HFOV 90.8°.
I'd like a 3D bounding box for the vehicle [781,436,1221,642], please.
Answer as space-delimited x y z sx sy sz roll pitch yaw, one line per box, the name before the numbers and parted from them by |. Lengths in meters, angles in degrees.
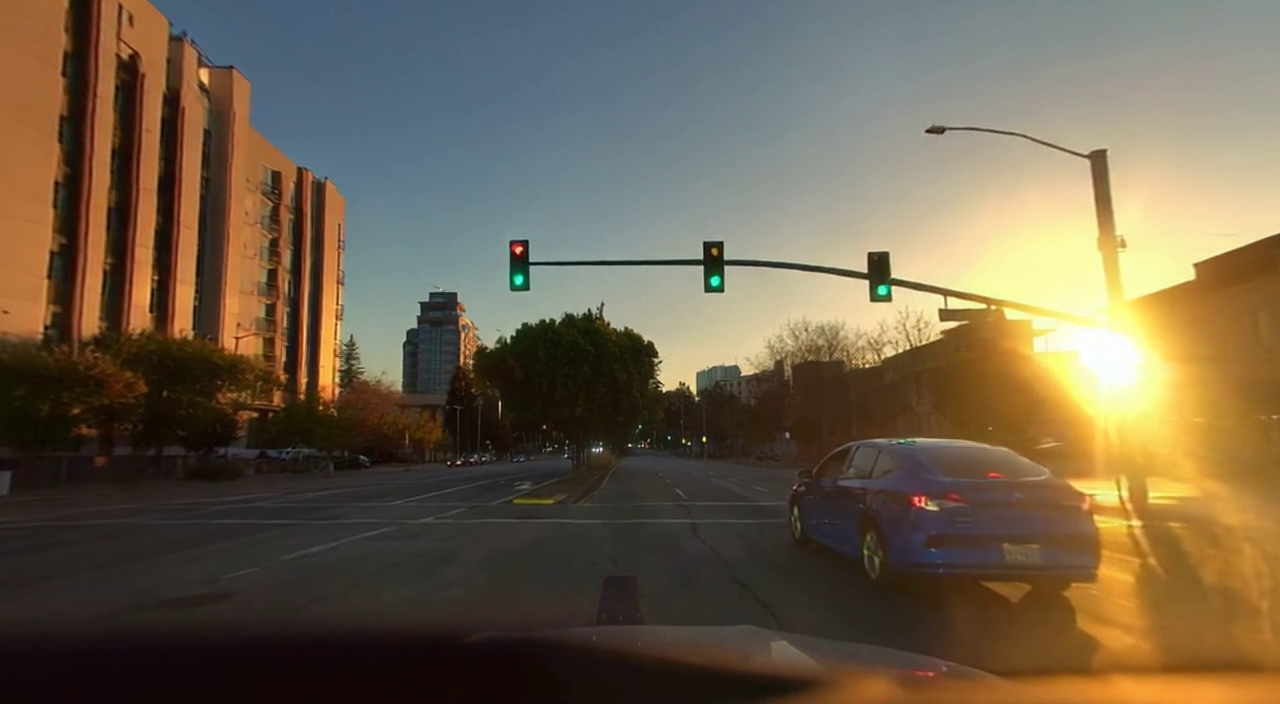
vehicle | 3.126 1.692 6.915 2.015 1.455 4.615 0 -9 -1
